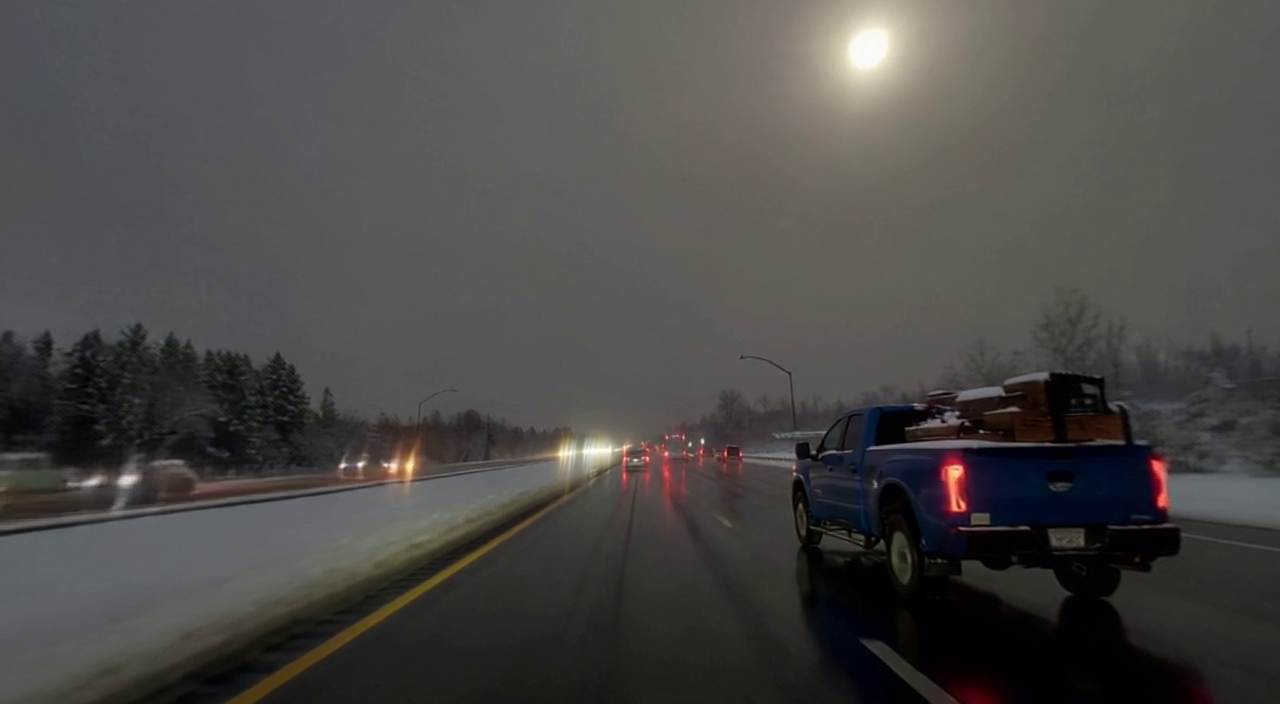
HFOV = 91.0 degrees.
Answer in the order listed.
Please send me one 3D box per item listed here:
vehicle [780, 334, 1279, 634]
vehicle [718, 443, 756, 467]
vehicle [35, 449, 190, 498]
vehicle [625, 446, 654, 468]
[{"bbox_3d":[3.448,1.316,7.218,2.354,2.079,5.586,0,-9,0],"label":"vehicle"},{"bbox_3d":[7.289,7.761,47.776,2.189,1.704,4.521,0,-9,0],"label":"vehicle"},{"bbox_3d":[-21.477,4.938,26.006,2.094,1.777,4.830,0,-9,1],"label":"vehicle"},{"bbox_3d":[-0.042,7.602,45.723,2.030,1.473,3.926,0,-9,0],"label":"vehicle"}]
